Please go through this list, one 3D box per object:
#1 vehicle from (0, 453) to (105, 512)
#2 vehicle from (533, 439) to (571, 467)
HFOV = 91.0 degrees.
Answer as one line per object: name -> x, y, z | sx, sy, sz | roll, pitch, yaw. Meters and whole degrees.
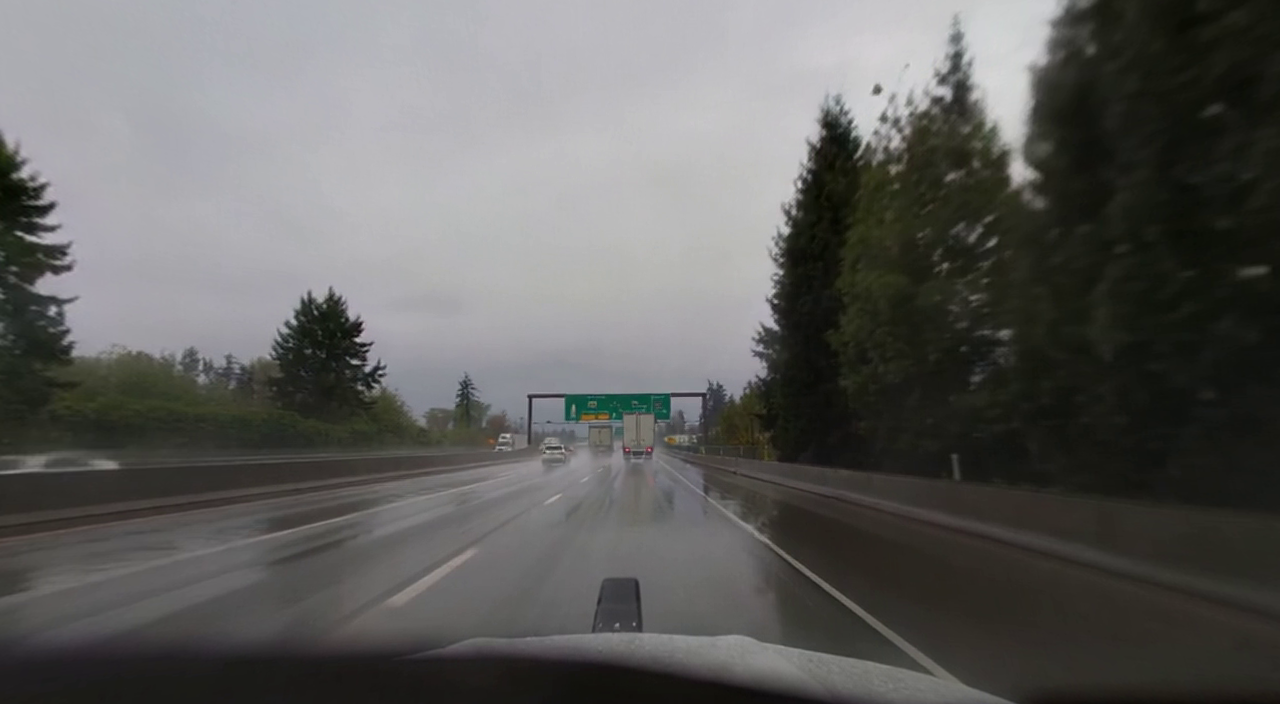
vehicle -> -18.934, 3.823, 18.516 | 1.976, 1.575, 5.075 | 0, -8, 0
vehicle -> -6.156, 7.053, 44.418 | 2.127, 1.839, 4.984 | 0, -8, -2
